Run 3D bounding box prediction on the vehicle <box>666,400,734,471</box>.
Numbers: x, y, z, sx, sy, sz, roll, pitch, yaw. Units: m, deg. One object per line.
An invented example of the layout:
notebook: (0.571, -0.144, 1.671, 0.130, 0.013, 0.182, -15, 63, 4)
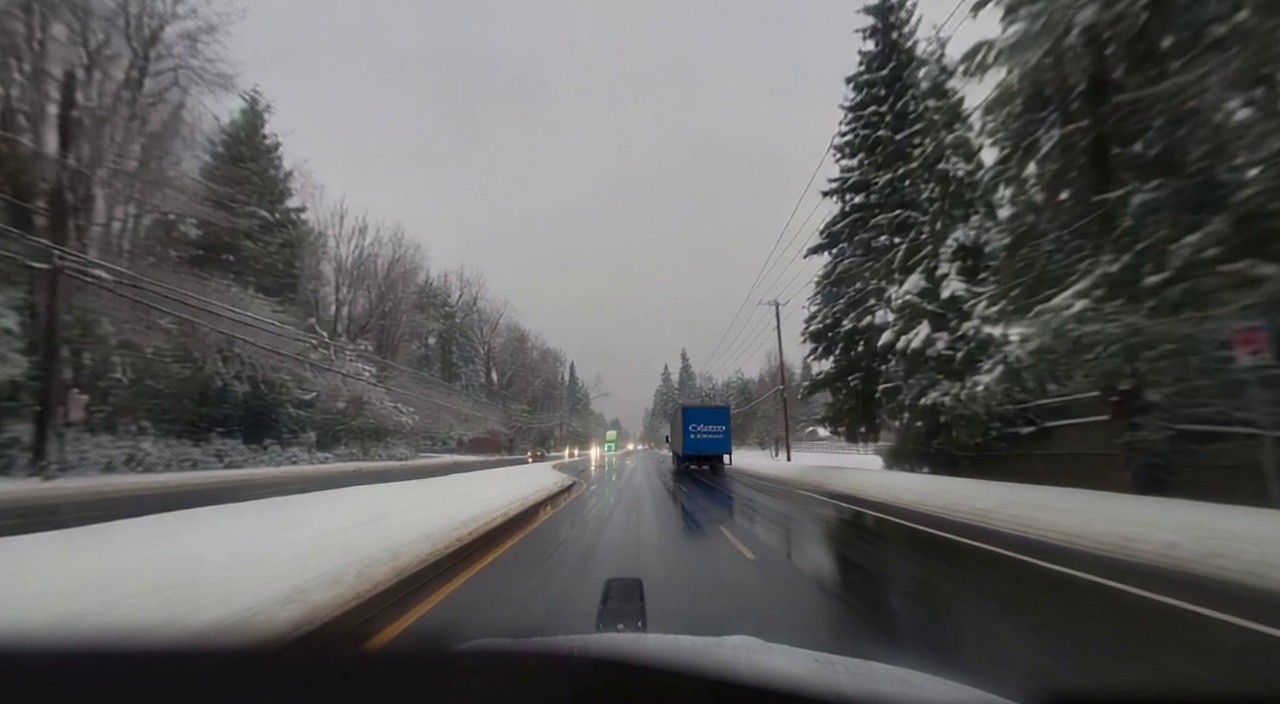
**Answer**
vehicle: (3.413, 5.186, 38.638, 2.973, 3.848, 9.336, 0, -8, -2)
